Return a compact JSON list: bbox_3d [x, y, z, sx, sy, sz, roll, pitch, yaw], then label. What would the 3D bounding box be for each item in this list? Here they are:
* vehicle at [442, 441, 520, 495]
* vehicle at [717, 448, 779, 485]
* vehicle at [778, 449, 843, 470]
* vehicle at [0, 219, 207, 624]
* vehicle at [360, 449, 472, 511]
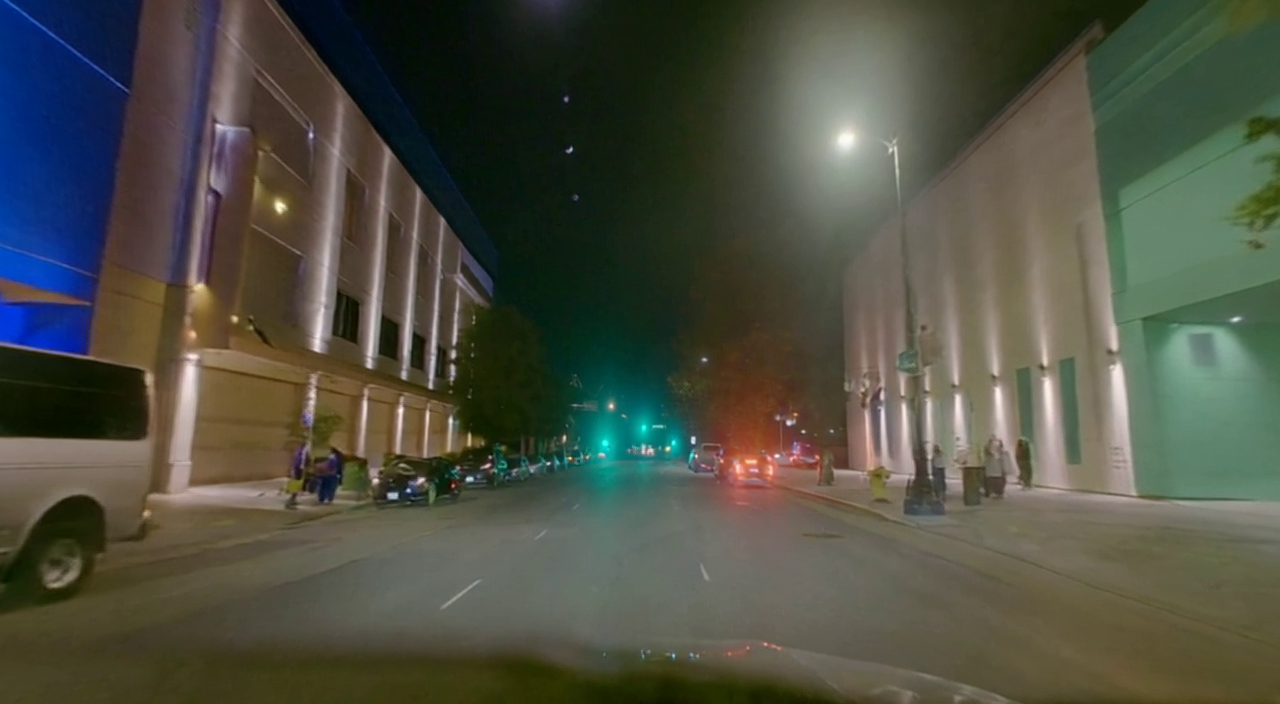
[{"bbox_3d":[-6.464,4.749,26.295,2.238,1.891,4.780,-1,-7,-3],"label":"vehicle"},{"bbox_3d":[4.807,5.137,28.657,1.973,1.494,4.867,0,-8,0],"label":"vehicle"},{"bbox_3d":[13.501,8.471,49.972,4.499,1.558,2.007,-5,-10,30],"label":"vehicle"},{"bbox_3d":[-6.838,0.477,4.536,2.851,3.375,6.057,0,-8,2],"label":"vehicle"},{"bbox_3d":[-6.639,3.779,19.260,1.917,1.487,4.659,-2,-8,-3],"label":"vehicle"}]
